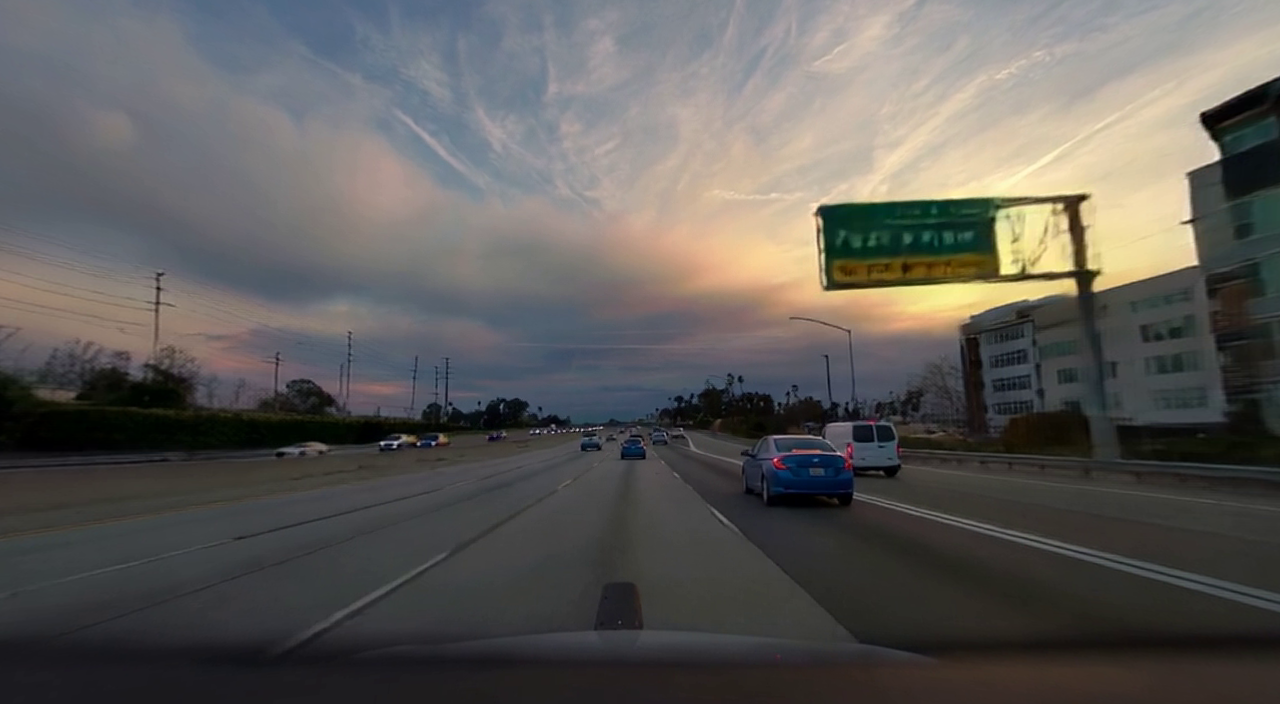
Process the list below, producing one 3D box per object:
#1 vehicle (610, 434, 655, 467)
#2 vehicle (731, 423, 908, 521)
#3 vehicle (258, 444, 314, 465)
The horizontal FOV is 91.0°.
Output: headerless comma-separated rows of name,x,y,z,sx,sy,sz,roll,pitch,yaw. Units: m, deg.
vehicle,-0.374,4.729,30.299,2.019,1.472,3.971,0,-8,-1
vehicle,3.186,2.232,12.308,1.995,1.533,4.463,0,-8,-2
vehicle,-27.813,8.051,49.602,1.850,1.572,4.418,0,-8,0
